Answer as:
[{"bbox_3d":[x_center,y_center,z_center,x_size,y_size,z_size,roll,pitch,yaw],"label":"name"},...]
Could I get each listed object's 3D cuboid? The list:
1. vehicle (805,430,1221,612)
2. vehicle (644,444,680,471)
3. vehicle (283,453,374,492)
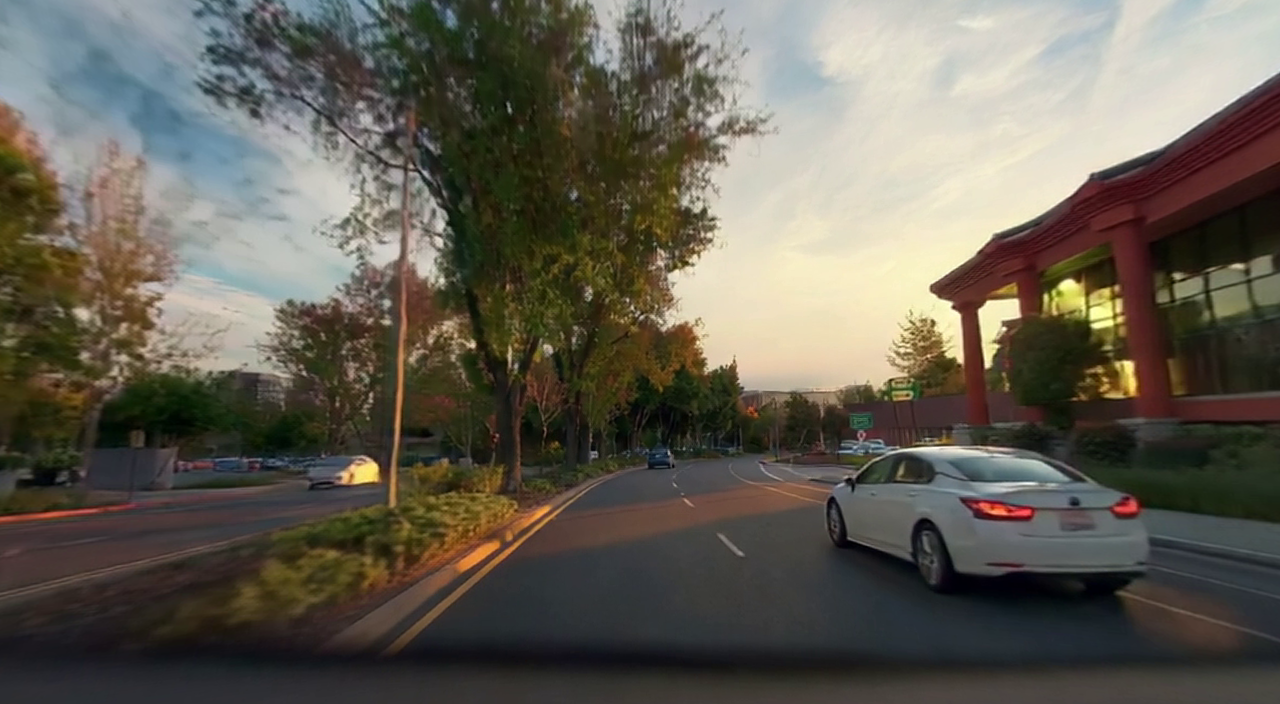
[{"bbox_3d":[3.756,1.791,7.753,2.132,1.497,4.827,0,-9,0],"label":"vehicle"},{"bbox_3d":[1.542,7.091,42.610,2.123,1.703,4.292,-1,-9,6],"label":"vehicle"},{"bbox_3d":[-14.452,5.600,29.640,1.910,1.667,4.290,-1,-9,2],"label":"vehicle"}]
